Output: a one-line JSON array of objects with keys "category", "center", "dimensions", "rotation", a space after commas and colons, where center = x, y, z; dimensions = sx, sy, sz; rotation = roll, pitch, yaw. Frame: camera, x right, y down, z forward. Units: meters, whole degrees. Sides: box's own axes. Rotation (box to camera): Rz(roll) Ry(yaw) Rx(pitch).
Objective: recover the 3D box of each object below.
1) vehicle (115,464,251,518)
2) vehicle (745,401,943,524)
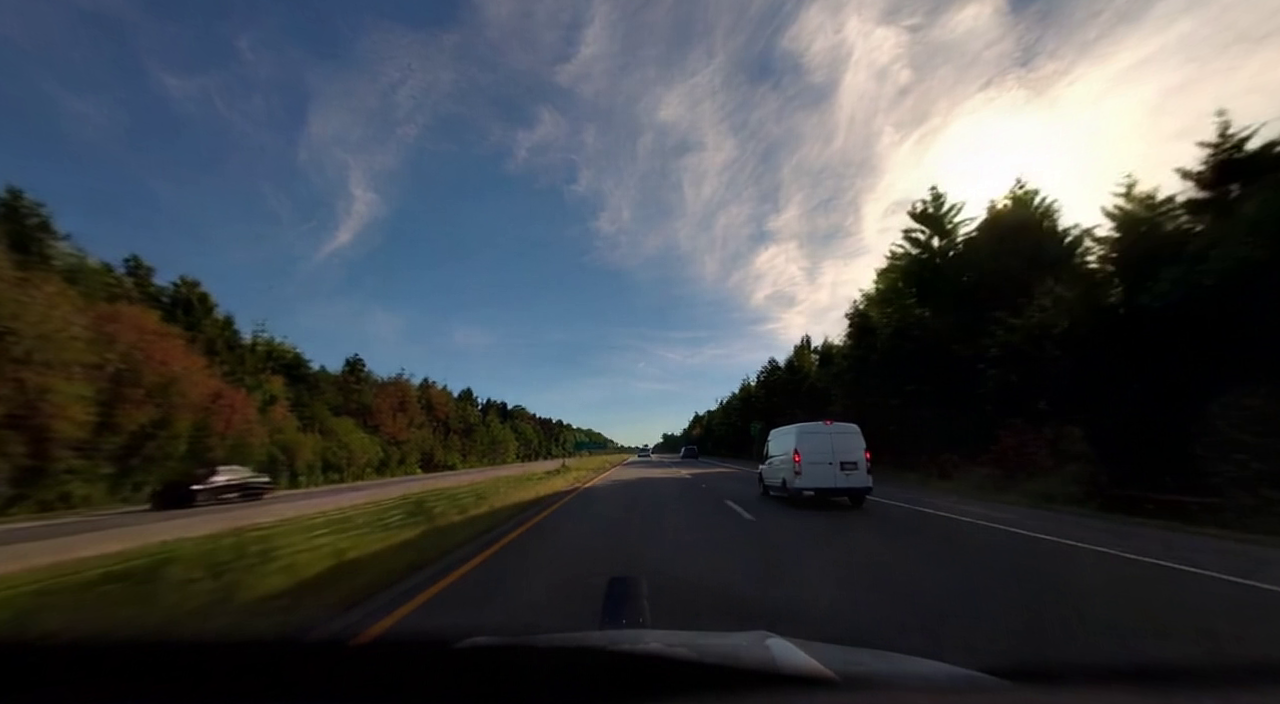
[{"category": "vehicle", "center": [-13.262, 4.011, 18.528], "dimensions": [1.530, 1.346, 3.220], "rotation": [-1, -9, 1]}, {"category": "vehicle", "center": [3.835, 2.225, 13.051], "dimensions": [2.371, 2.045, 4.768], "rotation": [0, -9, -1]}]
